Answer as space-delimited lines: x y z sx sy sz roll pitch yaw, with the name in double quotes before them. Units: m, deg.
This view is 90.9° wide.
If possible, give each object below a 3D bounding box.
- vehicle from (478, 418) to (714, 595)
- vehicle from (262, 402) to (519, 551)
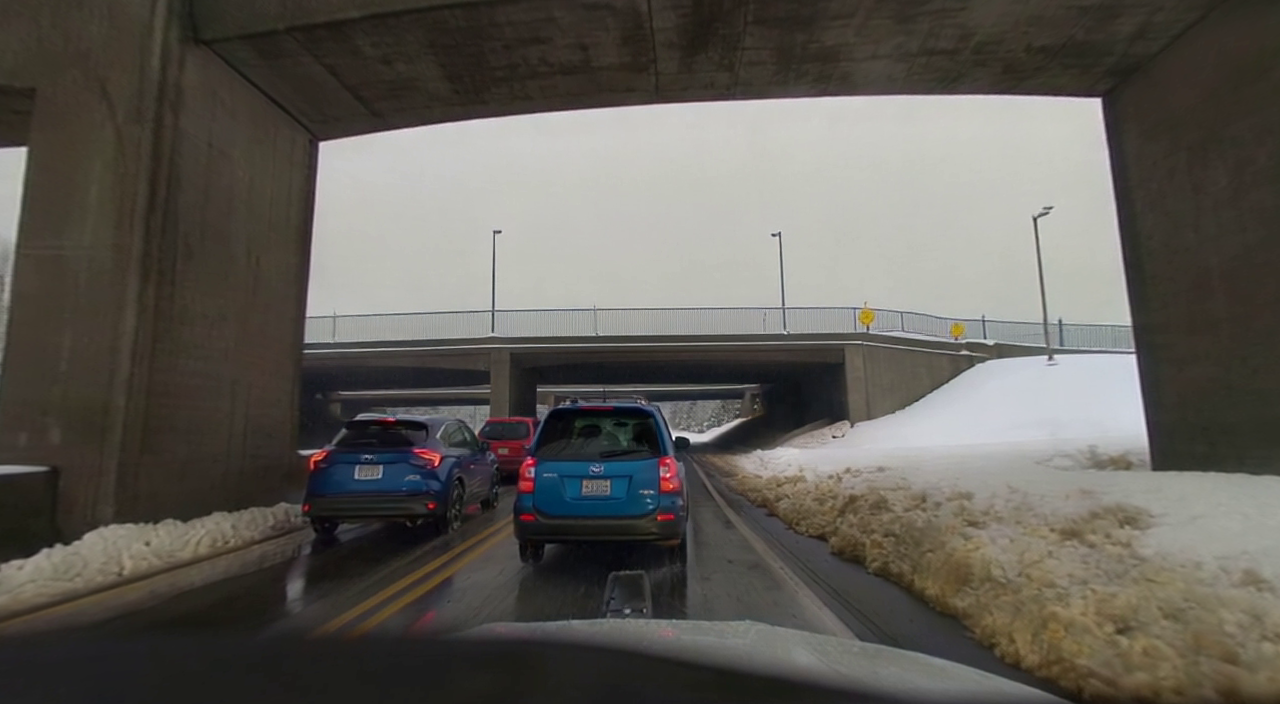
"vehicle" -0.274 1.621 7.487 2.020 1.478 4.092 -1 -8 3
"vehicle" -3.437 1.827 9.890 2.017 1.761 4.572 0 -8 2
